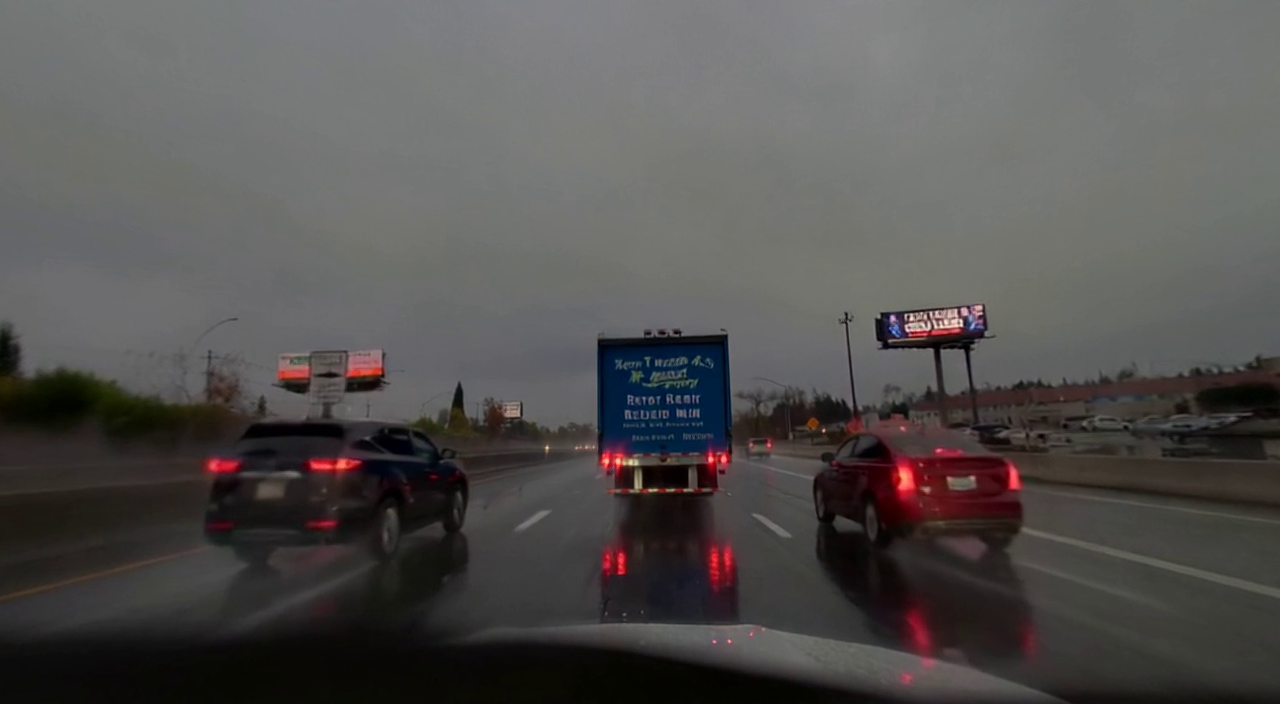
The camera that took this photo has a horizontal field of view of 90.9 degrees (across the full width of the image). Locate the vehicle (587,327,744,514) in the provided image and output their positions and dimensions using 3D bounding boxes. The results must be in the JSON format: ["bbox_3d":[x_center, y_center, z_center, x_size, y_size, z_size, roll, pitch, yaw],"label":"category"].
[{"bbox_3d":[0.607,1.801,15.468,2.733,3.296,8.571,-1,-8,2],"label":"vehicle"}]

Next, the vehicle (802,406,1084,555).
[{"bbox_3d":[4.039,1.780,9.460,2.066,1.692,4.339,0,-8,0],"label":"vehicle"}]

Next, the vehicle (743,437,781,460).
[{"bbox_3d":[8.453,6.727,44.058,1.931,1.495,3.889,0,-8,1],"label":"vehicle"}]

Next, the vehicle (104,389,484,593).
[{"bbox_3d":[-3.580,1.528,7.798,2.030,1.757,4.509,-1,-8,2],"label":"vehicle"}]
